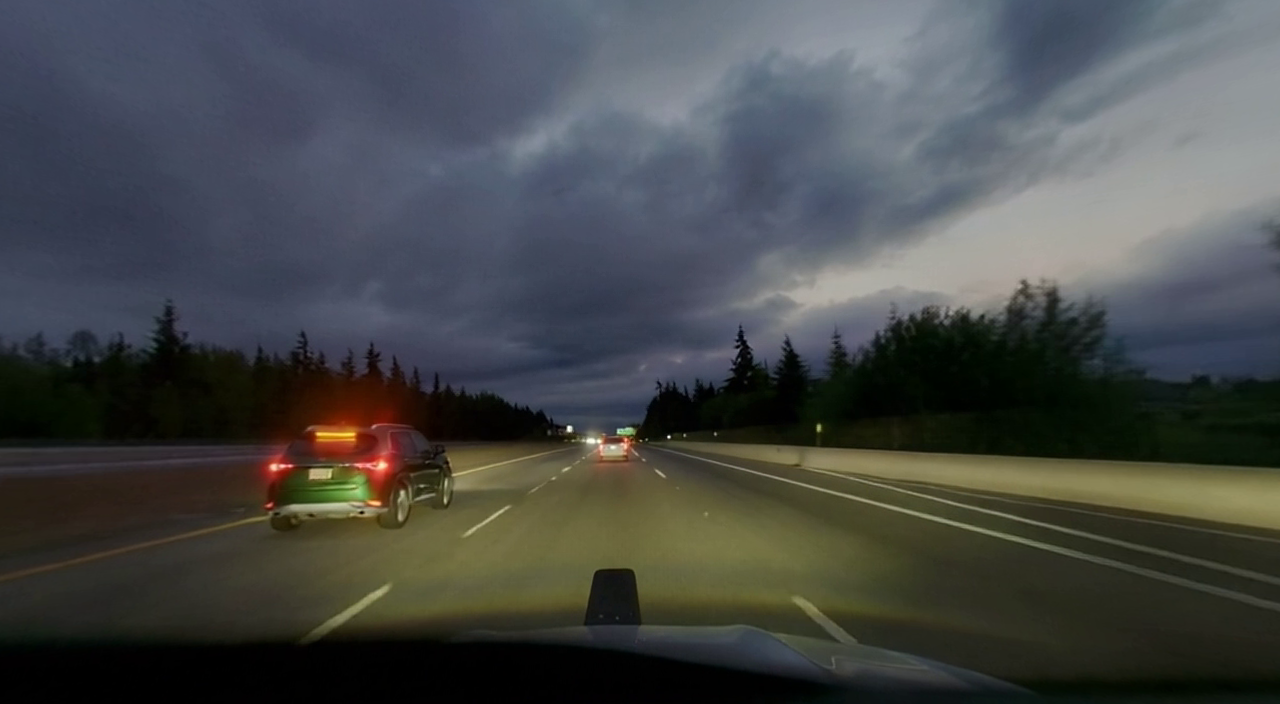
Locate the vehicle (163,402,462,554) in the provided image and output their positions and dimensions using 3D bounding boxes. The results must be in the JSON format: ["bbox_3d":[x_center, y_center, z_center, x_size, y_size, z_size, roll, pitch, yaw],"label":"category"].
[{"bbox_3d":[-4.327,1.722,9.395,2.111,1.689,4.505,0,-8,-1],"label":"vehicle"}]

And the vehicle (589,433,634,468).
[{"bbox_3d":[-1.341,4.652,29.964,2.010,1.534,4.013,0,-8,-2],"label":"vehicle"}]
